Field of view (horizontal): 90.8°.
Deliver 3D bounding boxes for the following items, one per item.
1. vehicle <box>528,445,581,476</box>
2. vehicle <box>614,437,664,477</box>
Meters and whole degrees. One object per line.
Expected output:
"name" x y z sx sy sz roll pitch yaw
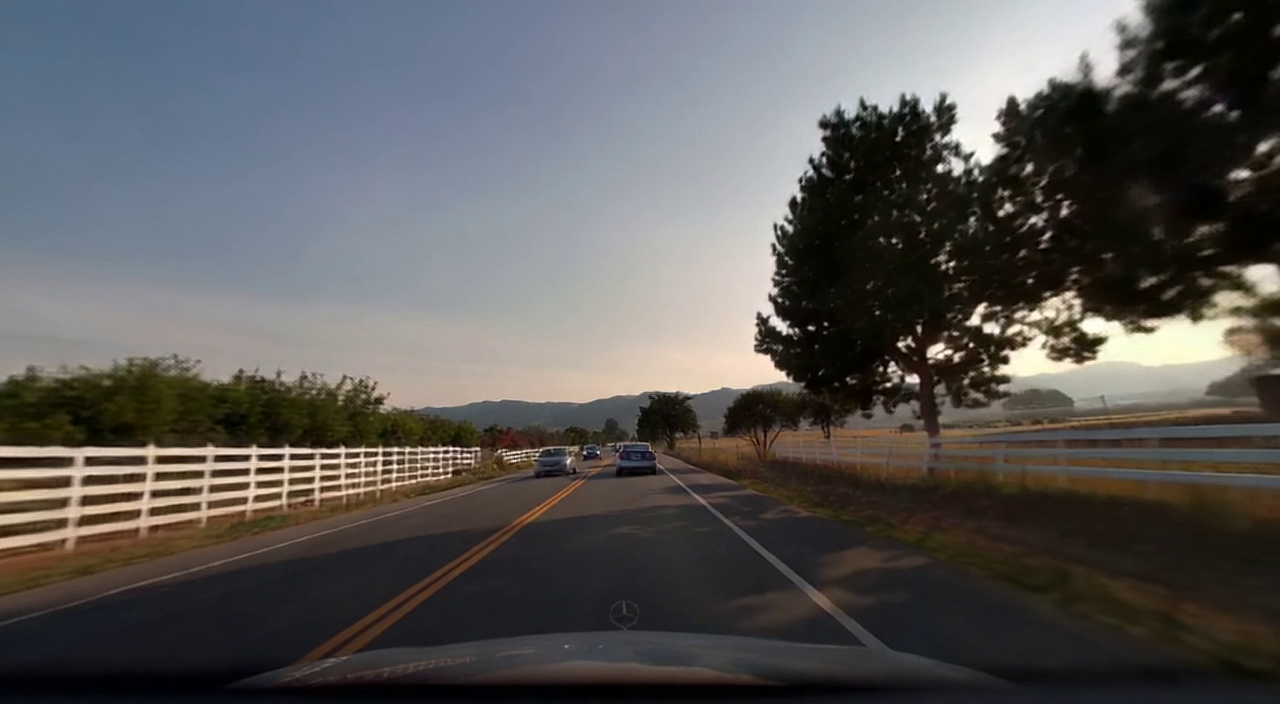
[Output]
"vehicle" -4.317 5.561 32.647 2.092 1.490 4.422 0 -8 0
"vehicle" -0.070 4.782 28.959 2.158 1.669 4.006 0 -8 -1
